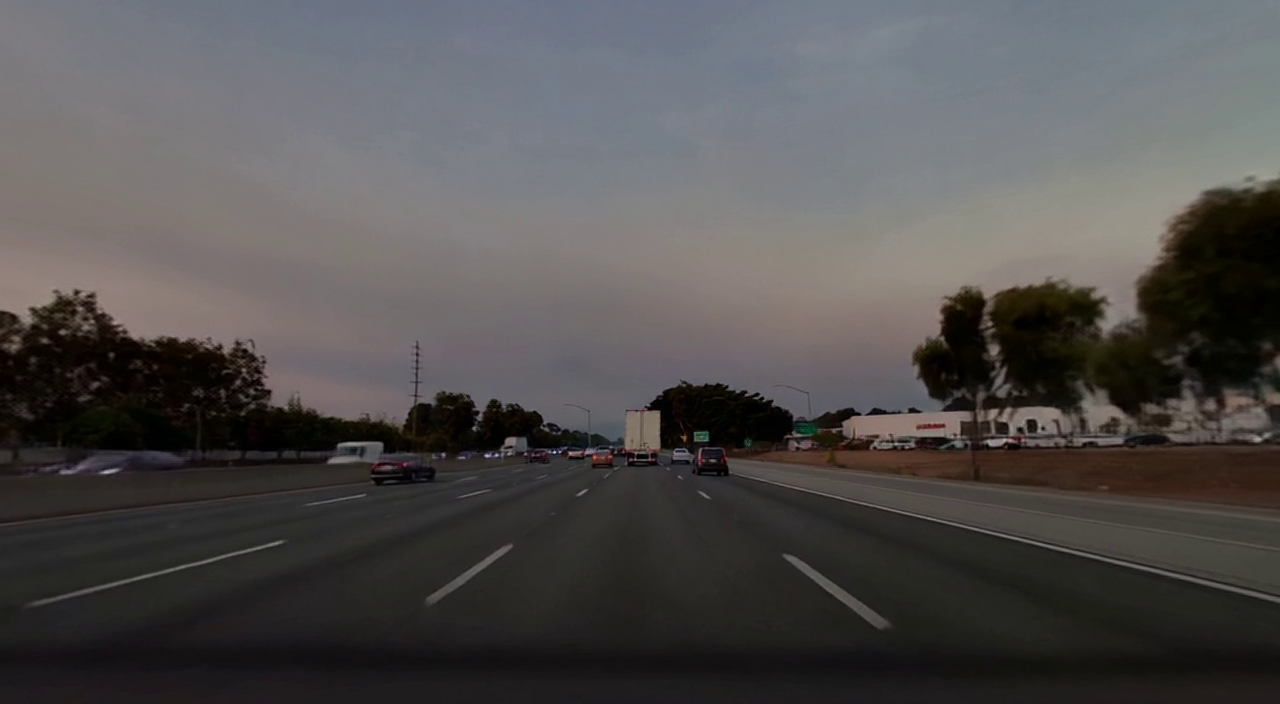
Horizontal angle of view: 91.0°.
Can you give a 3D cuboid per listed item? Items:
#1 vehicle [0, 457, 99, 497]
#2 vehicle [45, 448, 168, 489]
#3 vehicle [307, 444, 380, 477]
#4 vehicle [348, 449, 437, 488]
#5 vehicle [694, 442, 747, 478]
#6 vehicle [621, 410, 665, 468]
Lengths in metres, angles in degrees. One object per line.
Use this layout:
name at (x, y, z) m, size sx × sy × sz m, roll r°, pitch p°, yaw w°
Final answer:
vehicle at (-24.086, 4.945, 25.232) m, size 1.593 × 1.431 × 3.593 m, roll 0°, pitch -9°, yaw -1°
vehicle at (-20.532, 4.475, 24.440) m, size 1.603 × 1.447 × 3.570 m, roll 0°, pitch -9°, yaw 0°
vehicle at (-17.322, 6.354, 37.085) m, size 2.130 × 1.783 × 4.698 m, roll 0°, pitch -9°, yaw -2°
vehicle at (-10.645, 5.013, 27.486) m, size 2.015 × 1.521 × 4.550 m, roll 0°, pitch -9°, yaw 1°
vehicle at (4.070, 5.515, 32.417) m, size 2.107 × 1.707 × 4.445 m, roll 0°, pitch -9°, yaw 0°
vehicle at (0.384, 6.695, 48.141) m, size 3.012 × 3.928 × 10.262 m, roll 0°, pitch -9°, yaw 2°
